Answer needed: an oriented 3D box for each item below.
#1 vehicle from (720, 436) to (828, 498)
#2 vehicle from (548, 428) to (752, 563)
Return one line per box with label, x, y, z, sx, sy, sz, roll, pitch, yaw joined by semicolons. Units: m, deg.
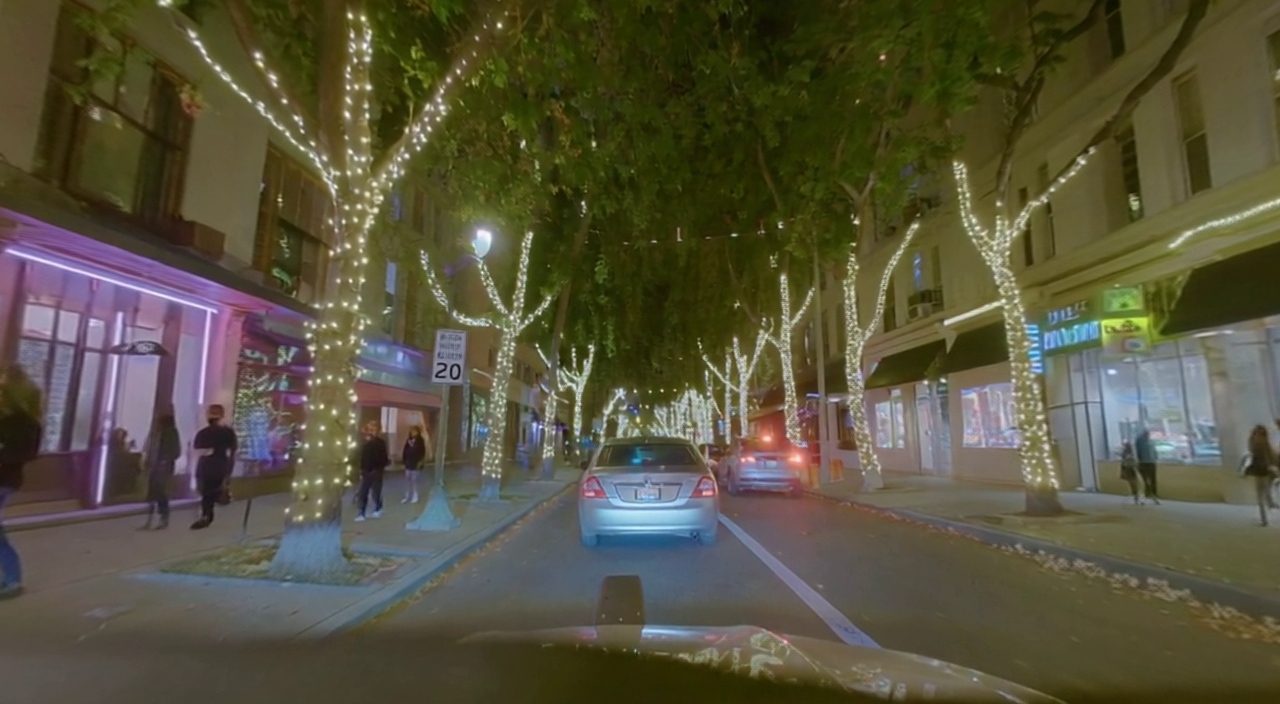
vehicle;3.621;3.188;17.953;2.025;1.523;4.426;0;-9;-1
vehicle;0.076;1.903;9.128;2.261;1.474;4.130;0;-8;-1
